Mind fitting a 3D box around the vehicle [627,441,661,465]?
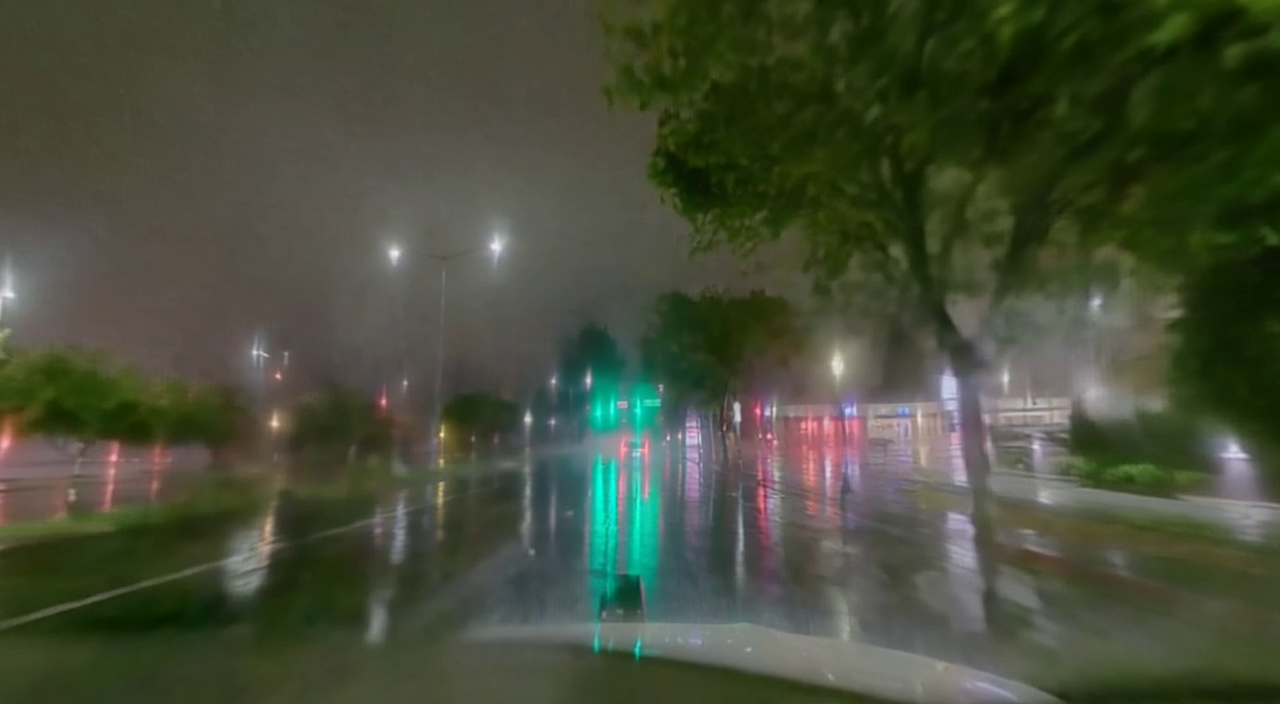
[{"bbox_3d":[0.202,6.567,41.219,2.115,1.461,3.976,0,-8,-1],"label":"vehicle"}]
